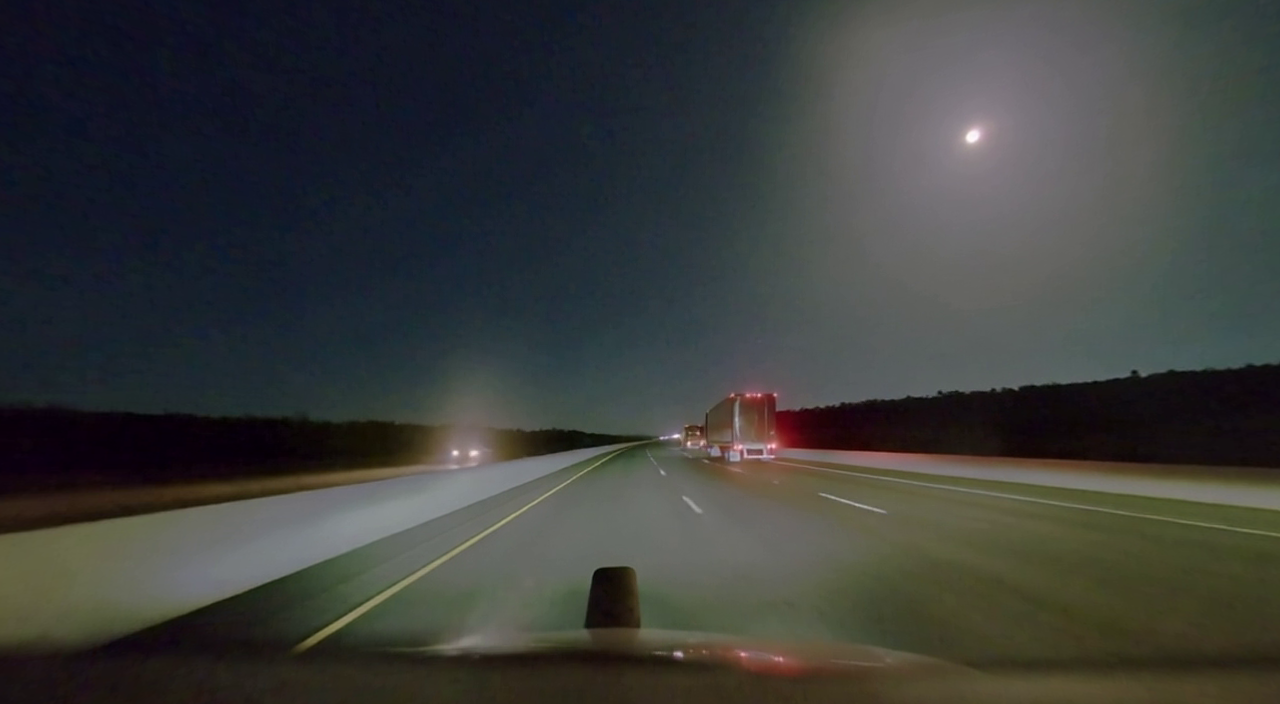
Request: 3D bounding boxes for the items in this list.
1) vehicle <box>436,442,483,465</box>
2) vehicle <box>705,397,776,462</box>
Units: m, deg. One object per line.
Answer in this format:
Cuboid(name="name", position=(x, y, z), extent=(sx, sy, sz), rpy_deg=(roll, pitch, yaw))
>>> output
Cuboid(name="vehicle", position=(-12.474, 6.989, 43.725), extent=(1.977, 1.473, 4.523), rpy_deg=(0, -8, 0))
Cuboid(name="vehicle", position=(7.052, 5.856, 46.656), extent=(2.885, 4.075, 13.981), rpy_deg=(0, -8, 0))
